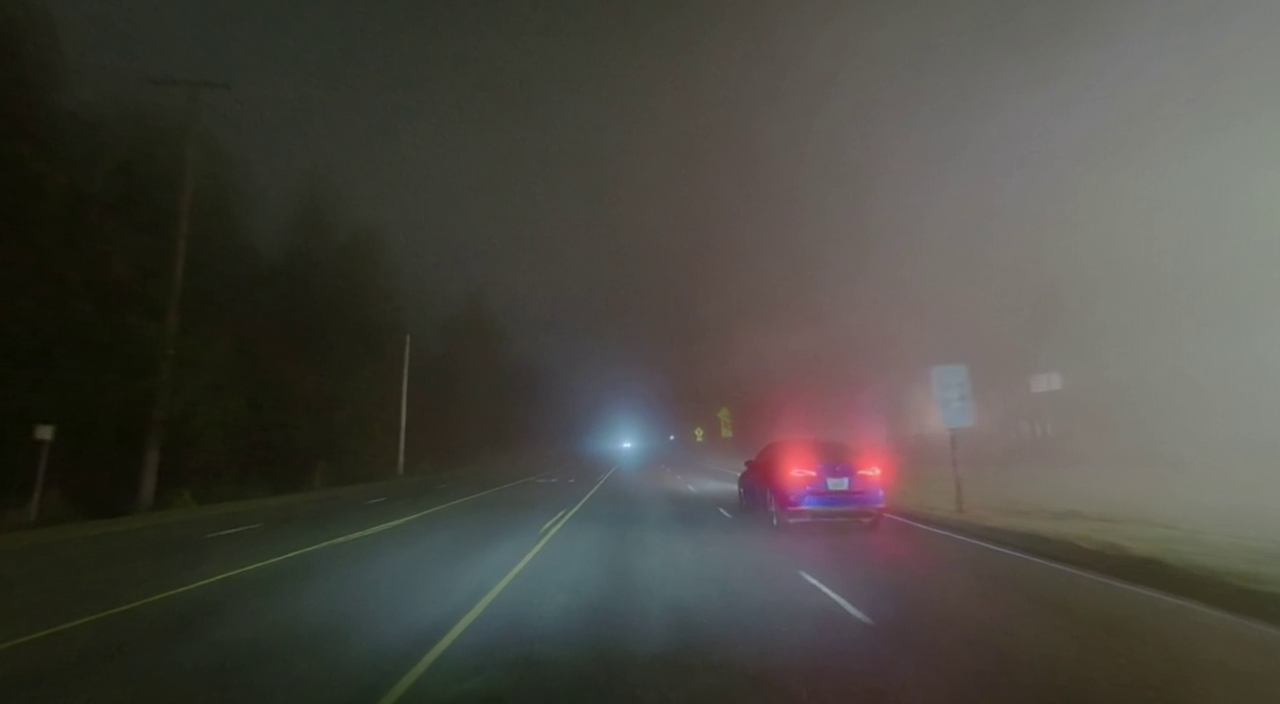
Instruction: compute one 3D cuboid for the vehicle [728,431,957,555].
[{"bbox_3d":[2.756,2.035,9.887,2.042,1.469,4.470,0,-8,-1],"label":"vehicle"}]
